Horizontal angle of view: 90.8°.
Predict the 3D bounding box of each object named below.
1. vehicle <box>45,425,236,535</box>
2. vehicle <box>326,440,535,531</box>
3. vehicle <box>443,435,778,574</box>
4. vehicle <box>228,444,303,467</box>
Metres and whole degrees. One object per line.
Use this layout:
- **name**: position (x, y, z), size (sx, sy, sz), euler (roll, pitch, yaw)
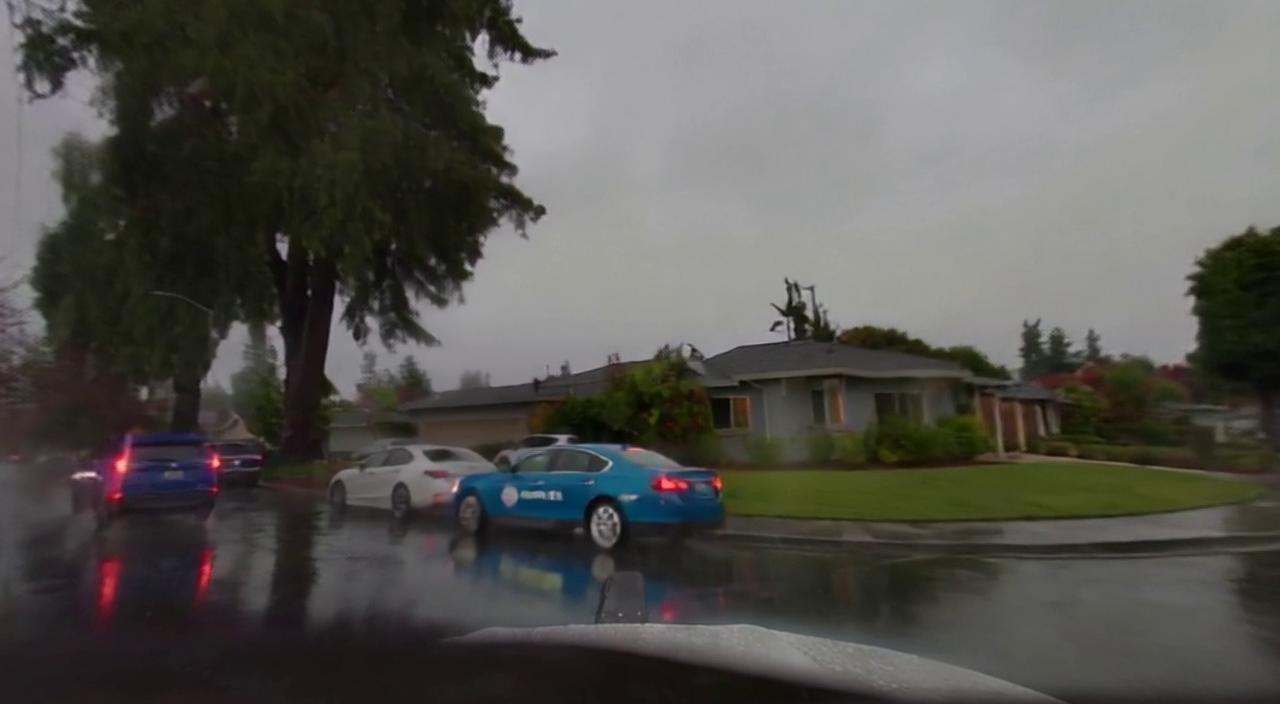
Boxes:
- **vehicle**: position (-9.968, 2.405, 12.506), size (4.094, 1.748, 2.350), euler (-8, -12, 44)
- **vehicle**: position (-4.562, 2.634, 13.301), size (5.022, 1.497, 1.996), euler (-7, -10, 43)
- **vehicle**: position (-0.647, 2.049, 9.503), size (4.710, 1.515, 2.400), euler (-8, -12, 43)
- **vehicle**: position (-28.047, 7.736, 47.405), size (4.486, 1.629, 1.792), euler (8, -11, -43)
